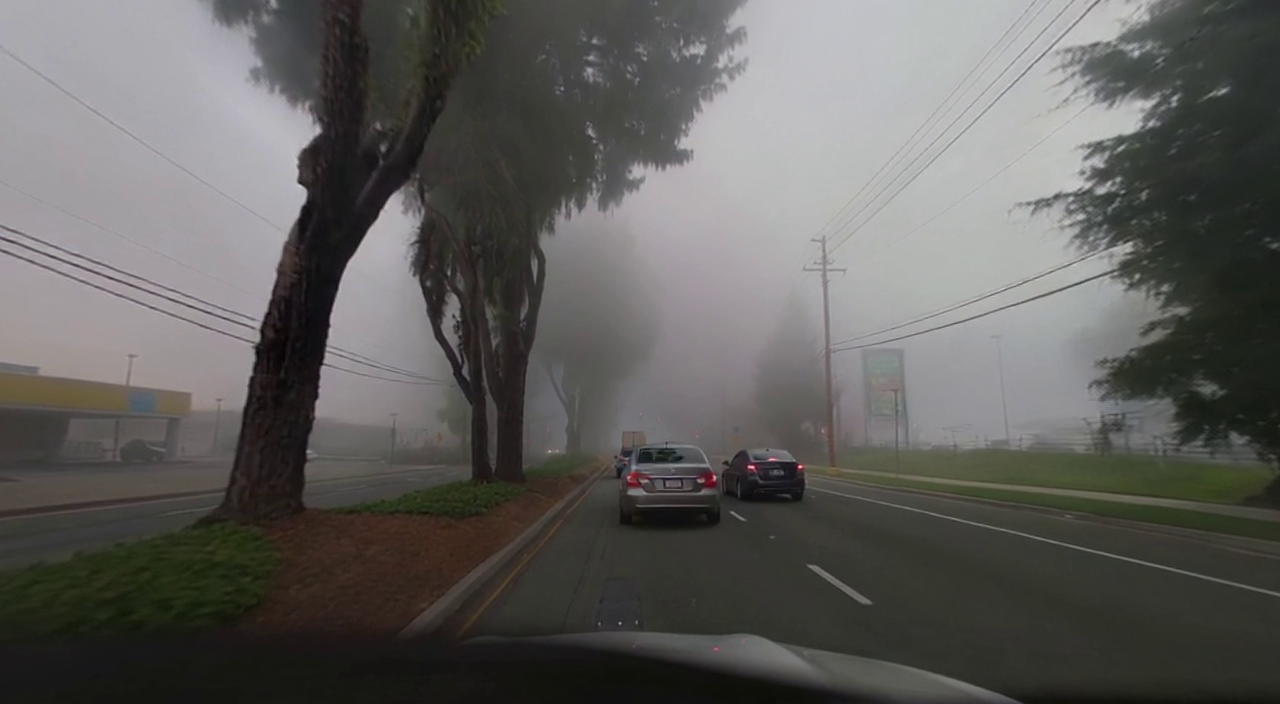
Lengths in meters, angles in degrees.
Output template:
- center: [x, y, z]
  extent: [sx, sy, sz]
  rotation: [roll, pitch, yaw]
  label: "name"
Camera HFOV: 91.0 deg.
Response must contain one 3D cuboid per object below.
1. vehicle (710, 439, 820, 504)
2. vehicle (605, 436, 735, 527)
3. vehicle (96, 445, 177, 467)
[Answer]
- center: [3.127, 3.082, 16.672]
  extent: [1.985, 1.489, 4.036]
  rotation: [0, -8, -1]
  label: "vehicle"
- center: [0.398, 2.435, 12.446]
  extent: [2.144, 1.473, 4.028]
  rotation: [1, -8, -3]
  label: "vehicle"
- center: [-38.993, 8.056, 48.865]
  extent: [1.804, 1.478, 4.485]
  rotation: [-3, -8, 25]
  label: "vehicle"
